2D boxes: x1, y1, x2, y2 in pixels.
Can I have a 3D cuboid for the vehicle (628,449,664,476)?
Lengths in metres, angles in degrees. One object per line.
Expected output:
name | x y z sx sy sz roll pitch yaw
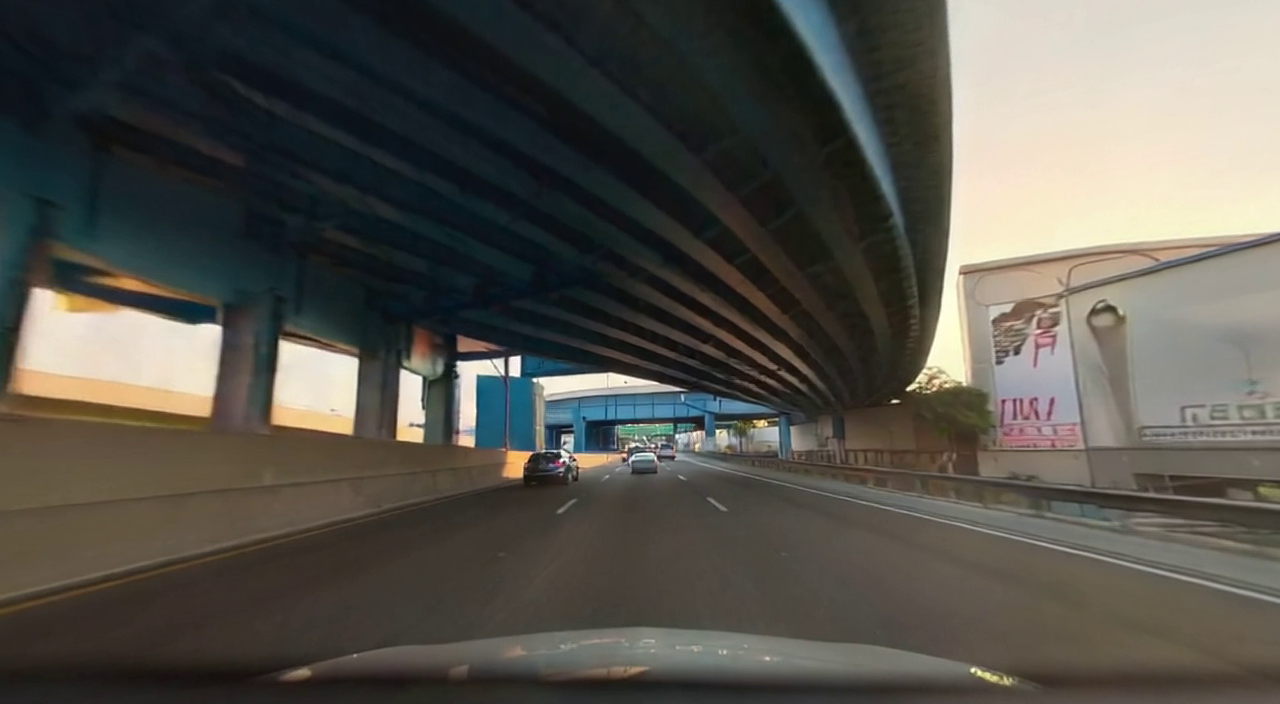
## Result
vehicle | 0.264 6.114 35.209 1.877 1.386 3.872 0 -8 -1

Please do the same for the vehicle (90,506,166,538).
vehicle | -34.189 11.322 42.244 1.824 1.592 4.088 0 -8 -4

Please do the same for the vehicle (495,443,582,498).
vehicle | -3.173 3.777 20.643 2.064 1.589 4.213 0 -8 1

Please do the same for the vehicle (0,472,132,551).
vehicle | -37.654 9.666 38.745 2.833 3.977 12.868 0 -8 -3
